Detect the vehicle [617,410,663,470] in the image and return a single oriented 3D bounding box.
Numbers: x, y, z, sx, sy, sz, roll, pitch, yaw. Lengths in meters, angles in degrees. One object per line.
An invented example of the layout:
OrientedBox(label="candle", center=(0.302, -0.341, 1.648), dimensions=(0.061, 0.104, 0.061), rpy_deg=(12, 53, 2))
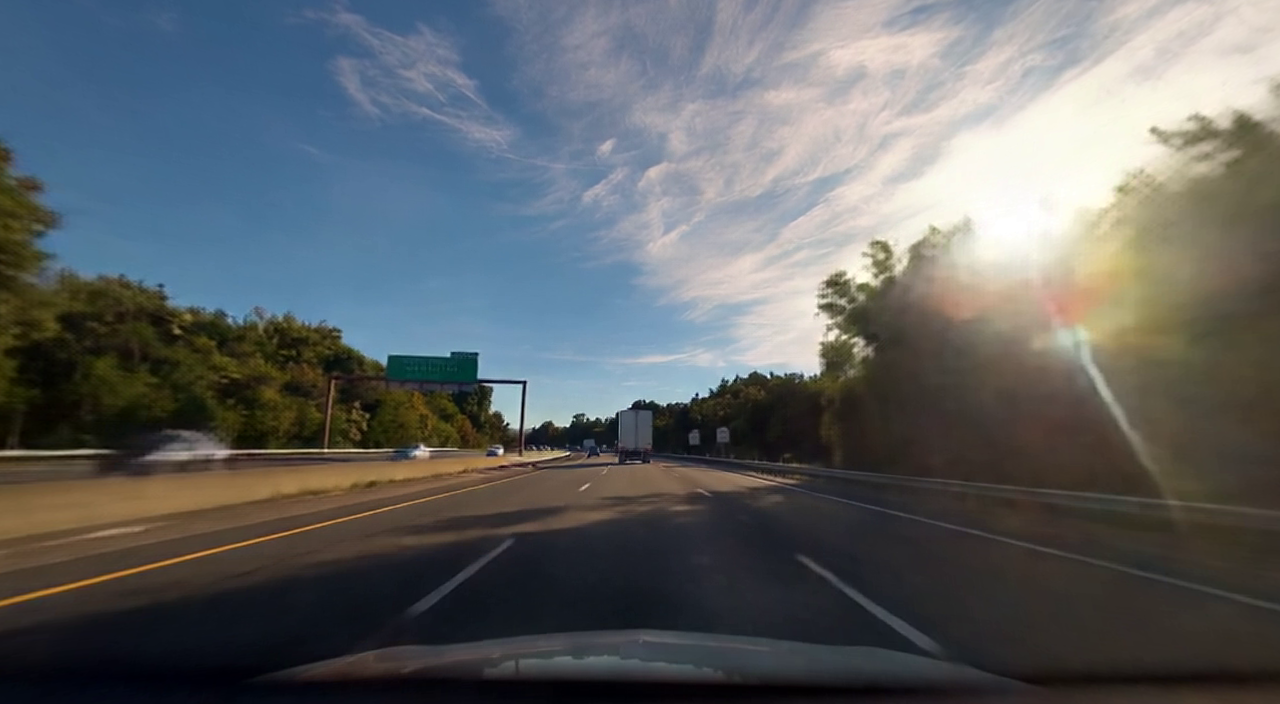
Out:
OrientedBox(label="vehicle", center=(-0.193, 6.589, 46.690), dimensions=(2.962, 3.953, 10.696), rpy_deg=(0, -9, -2))
